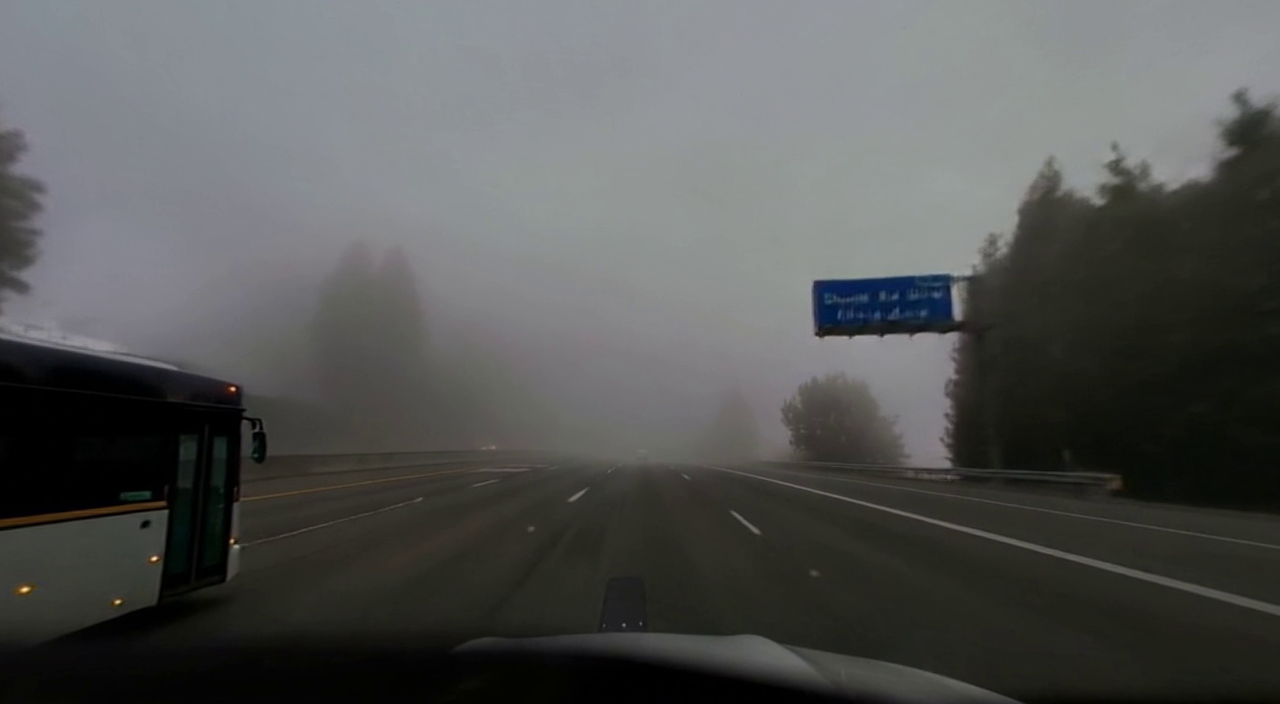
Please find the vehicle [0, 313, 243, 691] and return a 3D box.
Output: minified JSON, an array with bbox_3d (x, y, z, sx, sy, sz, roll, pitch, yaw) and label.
[{"bbox_3d":[-4.470,0.693,2.648,2.127,1.985,5.205,0,-8,1],"label":"vehicle"}]
